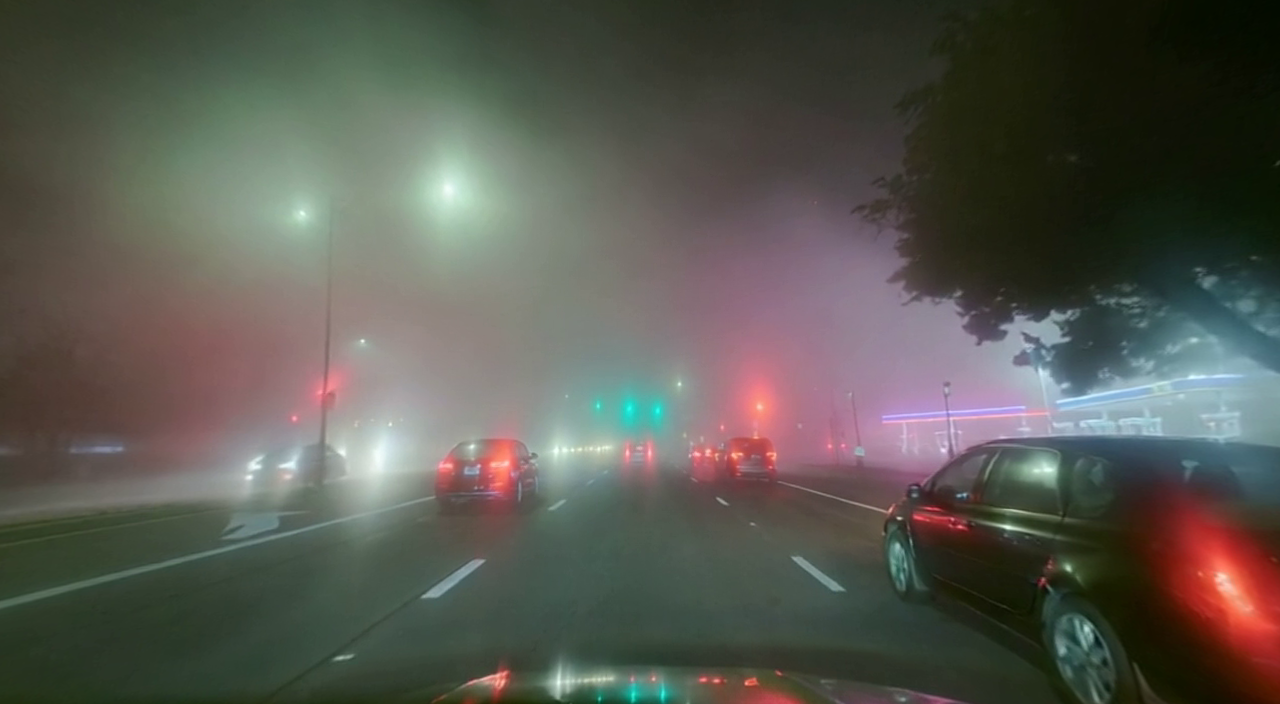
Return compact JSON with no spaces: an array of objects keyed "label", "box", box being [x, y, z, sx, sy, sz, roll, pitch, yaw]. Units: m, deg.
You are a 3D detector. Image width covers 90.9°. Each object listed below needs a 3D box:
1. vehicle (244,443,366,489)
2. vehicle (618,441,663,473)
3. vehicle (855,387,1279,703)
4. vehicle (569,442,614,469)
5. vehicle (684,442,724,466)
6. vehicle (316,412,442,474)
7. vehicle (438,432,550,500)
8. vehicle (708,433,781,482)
[{"label":"vehicle","box":[-12.215,4.142,23.400,2.013,1.501,4.484,-1,-8,1]},{"label":"vehicle","box":[0.026,5.204,31.510,2.104,1.477,4.591,0,-8,0]},{"label":"vehicle","box":[3.435,1.198,4.551,2.038,1.499,4.868,0,-8,0]},{"label":"vehicle","box":[-2.786,6.059,37.198,2.192,1.463,4.211,-1,-8,1]},{"label":"vehicle","box":[4.128,6.661,41.214,2.174,1.462,4.400,0,-8,1]},{"label":"vehicle","box":[-15.805,5.689,39.466,3.228,3.319,10.706,0,-8,1]},{"label":"vehicle","box":[-3.800,3.031,17.187,2.023,1.607,4.086,0,-8,1]},{"label":"vehicle","box":[3.815,3.946,23.849,2.022,1.683,4.171,0,-8,0]}]
